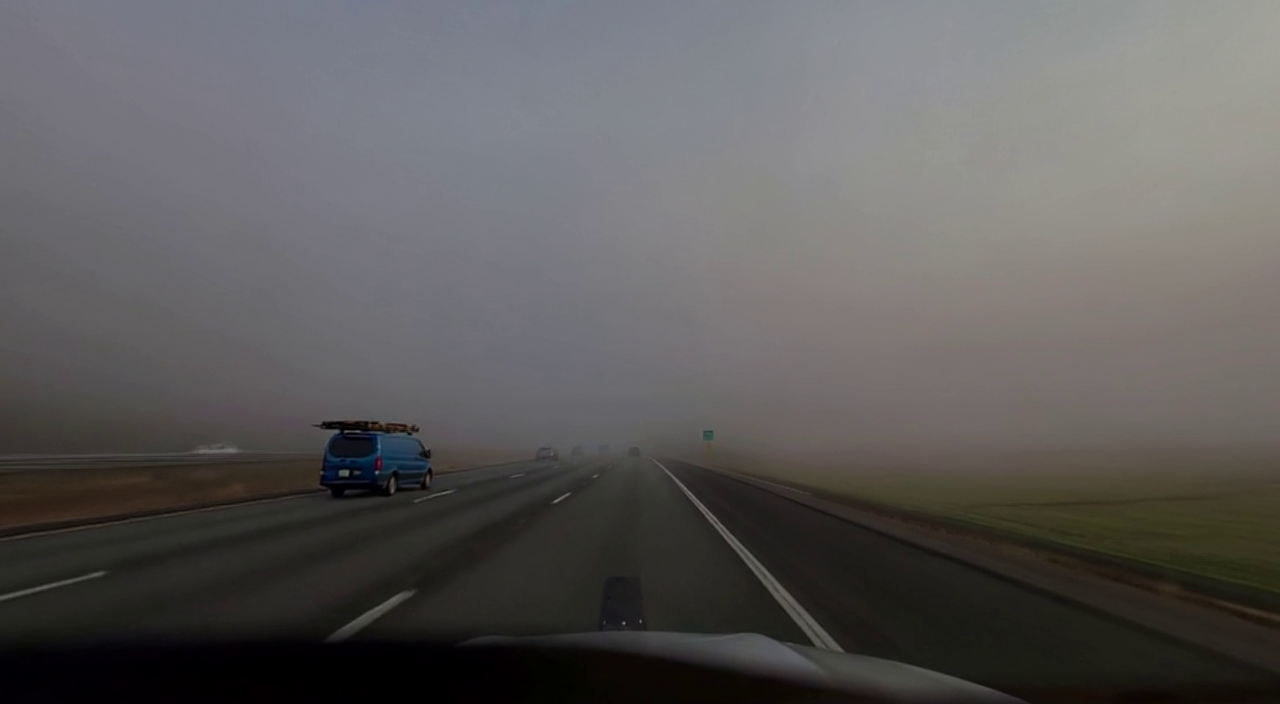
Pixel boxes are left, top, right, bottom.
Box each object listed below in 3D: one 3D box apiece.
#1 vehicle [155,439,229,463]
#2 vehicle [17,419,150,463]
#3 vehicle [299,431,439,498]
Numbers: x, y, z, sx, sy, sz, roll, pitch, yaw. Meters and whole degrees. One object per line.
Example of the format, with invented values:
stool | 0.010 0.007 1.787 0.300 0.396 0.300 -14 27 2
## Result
vehicle | -32.480 7.188 45.860 1.950 1.625 4.666 0 -9 0
vehicle | -40.105 6.483 45.857 3.165 2.906 7.048 0 -9 0
vehicle | -7.930 3.340 19.090 2.093 1.752 4.771 0 -9 0
